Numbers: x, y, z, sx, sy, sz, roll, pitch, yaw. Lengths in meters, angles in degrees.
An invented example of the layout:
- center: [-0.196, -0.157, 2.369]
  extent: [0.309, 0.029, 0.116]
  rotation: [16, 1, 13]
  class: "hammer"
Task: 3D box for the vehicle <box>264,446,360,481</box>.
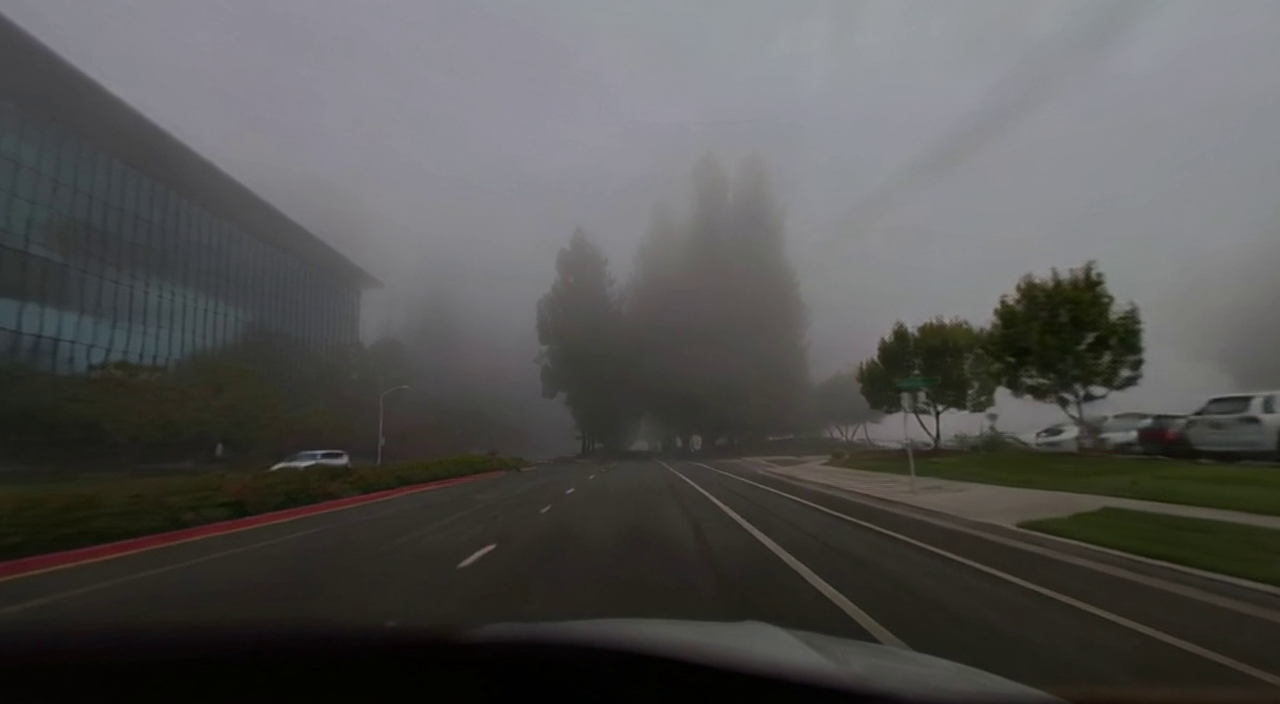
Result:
- center: [-15.522, 5.256, 30.167]
  extent: [1.982, 1.504, 4.683]
  rotation: [0, -8, 1]
  class: "vehicle"
